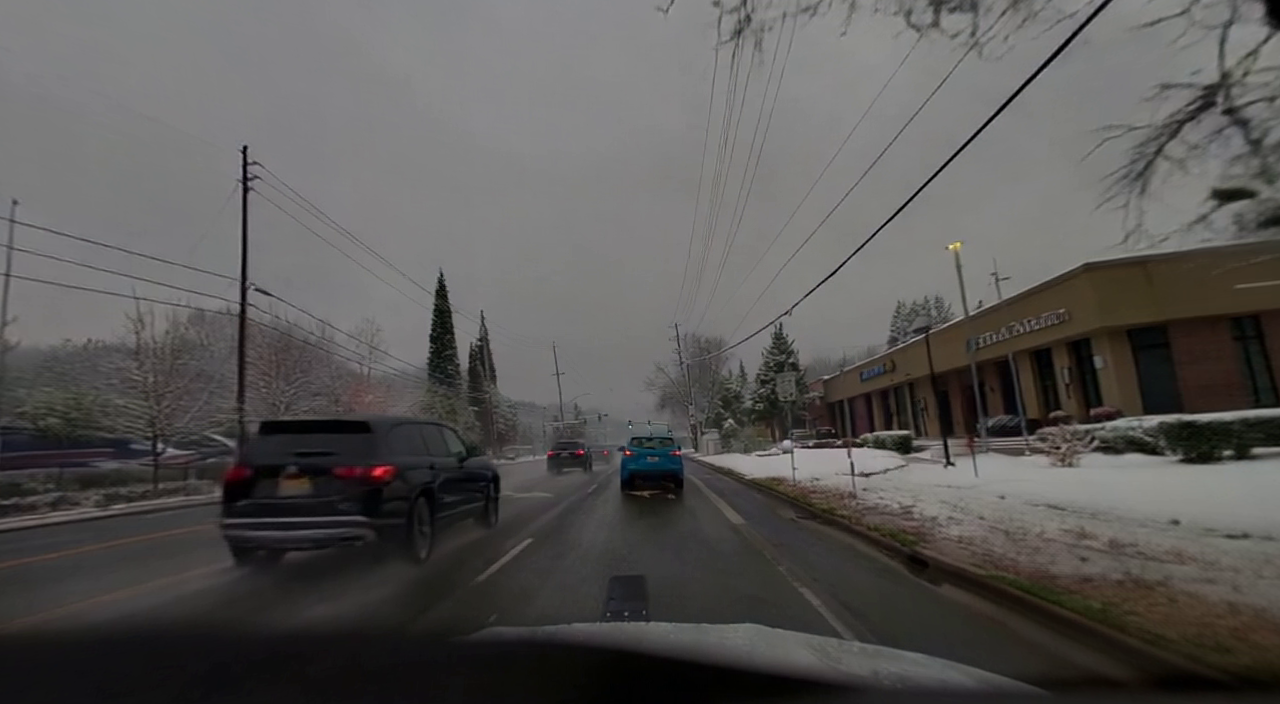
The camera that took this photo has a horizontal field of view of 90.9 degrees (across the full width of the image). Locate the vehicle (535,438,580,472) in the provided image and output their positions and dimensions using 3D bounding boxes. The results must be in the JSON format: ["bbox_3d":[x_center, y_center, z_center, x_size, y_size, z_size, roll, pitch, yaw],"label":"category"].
[{"bbox_3d":[-4.430,5.613,34.554,1.862,1.694,4.315,0,-8,0],"label":"vehicle"}]

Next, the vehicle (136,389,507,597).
[{"bbox_3d":[-3.435,1.639,8.340,2.064,1.859,5.154,0,-8,2],"label":"vehicle"}]

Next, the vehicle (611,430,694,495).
[{"bbox_3d":[0.311,3.111,18.096,2.108,1.612,4.246,0,-8,0],"label":"vehicle"}]
